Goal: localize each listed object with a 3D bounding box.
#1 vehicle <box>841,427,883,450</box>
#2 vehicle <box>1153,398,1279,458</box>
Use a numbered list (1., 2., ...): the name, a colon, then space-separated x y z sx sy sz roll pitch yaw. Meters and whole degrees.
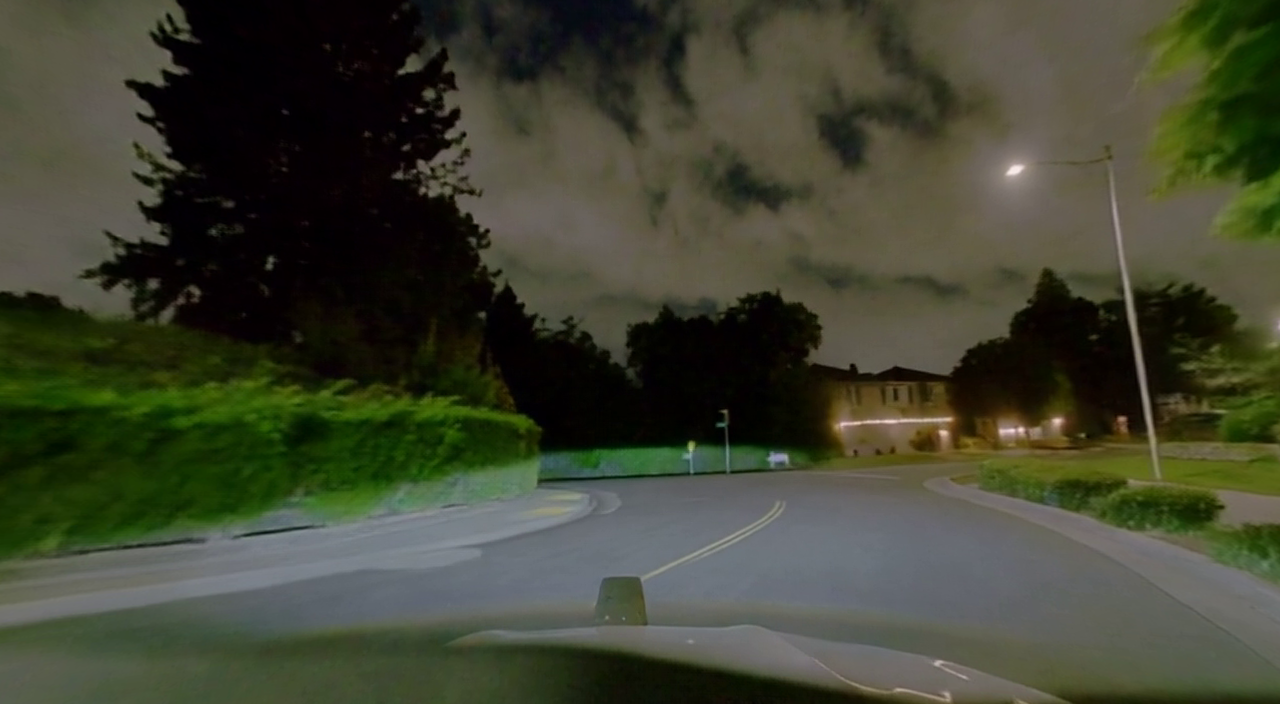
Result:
1. vehicle: 15.951 6.225 45.463 1.802 1.548 3.501 1 -8 1
2. vehicle: 19.863 2.529 20.585 2.023 1.756 4.799 0 -8 -3
